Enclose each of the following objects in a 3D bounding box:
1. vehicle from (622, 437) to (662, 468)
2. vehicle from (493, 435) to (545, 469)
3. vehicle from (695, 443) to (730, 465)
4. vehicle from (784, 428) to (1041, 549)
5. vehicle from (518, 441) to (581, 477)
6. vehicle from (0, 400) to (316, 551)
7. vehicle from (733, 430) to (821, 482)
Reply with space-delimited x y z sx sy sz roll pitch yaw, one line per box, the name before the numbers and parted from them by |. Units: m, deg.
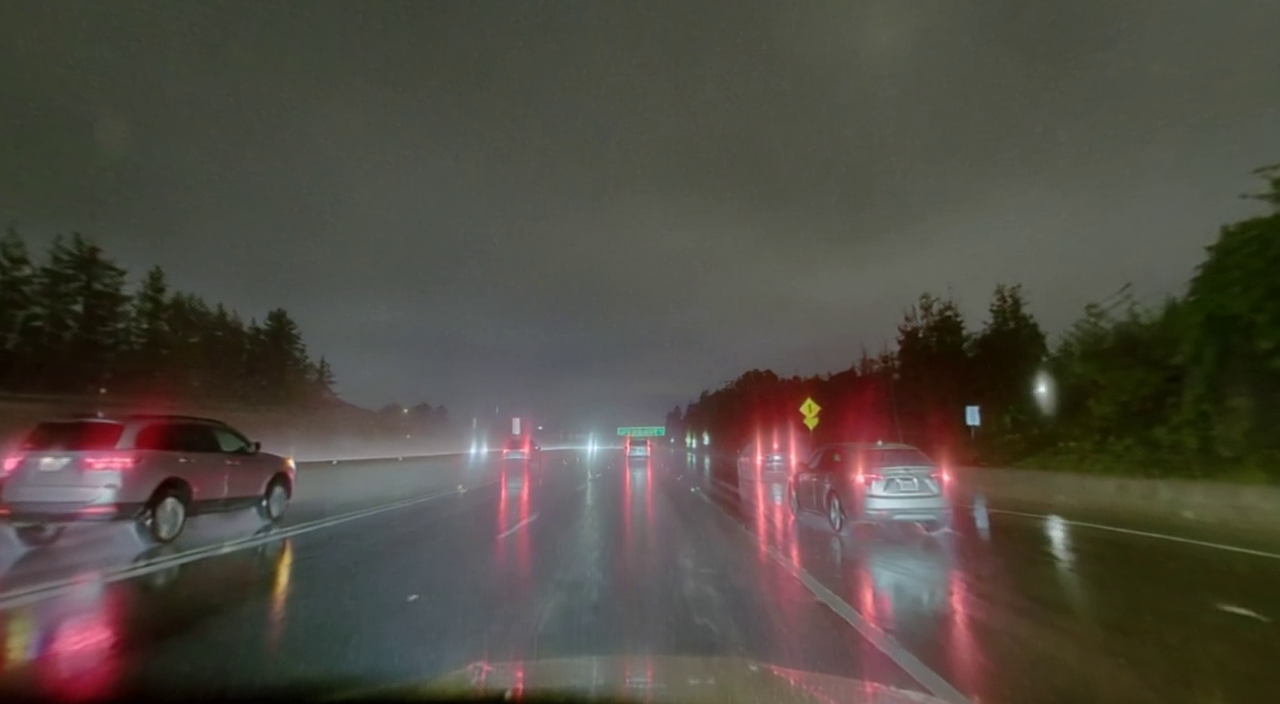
vehicle | 0.104 5.794 36.333 2.158 1.706 4.219 0 -9 -1
vehicle | -6.896 5.750 36.375 2.111 1.811 4.391 0 -9 1
vehicle | 4.986 7.084 43.836 1.944 1.465 4.245 0 -9 0
vehicle | 3.955 2.066 10.236 2.141 1.507 4.510 0 -9 0
vehicle | -3.880 4.689 27.767 2.071 1.478 4.130 0 -9 1
vehicle | -7.498 1.866 10.099 2.142 1.849 4.566 0 -9 0
vehicle | 5.029 3.902 23.763 2.335 1.759 4.297 0 -9 0
